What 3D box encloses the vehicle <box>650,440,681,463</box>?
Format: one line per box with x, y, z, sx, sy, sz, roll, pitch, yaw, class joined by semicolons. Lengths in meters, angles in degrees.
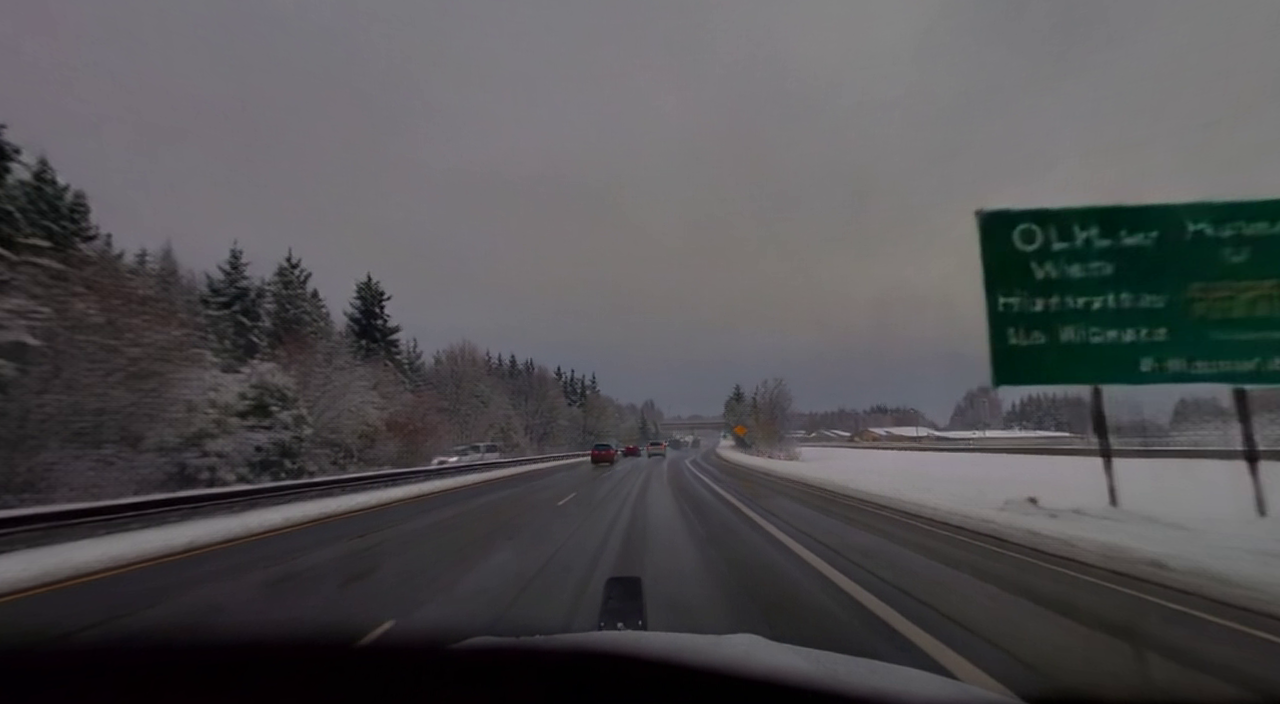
1.870;7.137;45.311;2.077;1.533;3.854;-1;-8;3;vehicle

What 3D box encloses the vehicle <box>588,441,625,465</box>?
-2.138;6.565;41.140;1.985;1.518;3.847;-1;-8;4;vehicle

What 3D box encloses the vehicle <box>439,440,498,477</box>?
-12.865;8.002;47.623;2.577;2.627;5.306;-1;-8;4;vehicle

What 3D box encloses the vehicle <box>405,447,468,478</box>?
-13.363;7.275;41.766;2.085;1.879;5.421;-1;-8;3;vehicle
